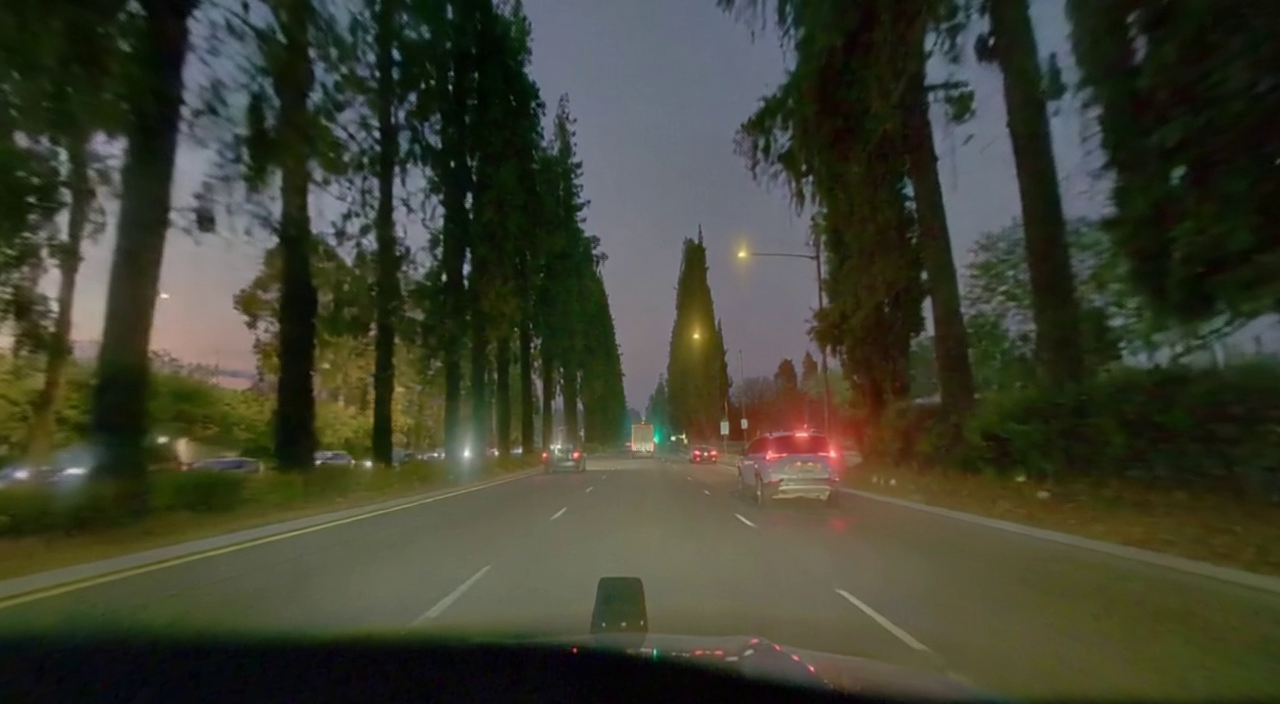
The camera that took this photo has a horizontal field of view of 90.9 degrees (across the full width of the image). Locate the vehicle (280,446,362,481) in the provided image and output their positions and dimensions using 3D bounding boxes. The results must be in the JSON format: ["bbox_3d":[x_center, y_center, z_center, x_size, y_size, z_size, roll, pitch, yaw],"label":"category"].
[{"bbox_3d":[-17.535,6.124,34.935,2.059,1.780,4.641,0,-8,1],"label":"vehicle"}]

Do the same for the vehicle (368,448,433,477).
[{"bbox_3d":[-13.592,6.253,36.027,1.887,1.513,4.442,0,-8,1],"label":"vehicle"}]

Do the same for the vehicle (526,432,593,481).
[{"bbox_3d":[-3.397,4.525,27.619,2.255,1.940,4.822,0,-8,0],"label":"vehicle"}]

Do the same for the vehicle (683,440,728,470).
[{"bbox_3d":[4.028,6.374,39.296,2.280,1.757,4.572,0,-8,0],"label":"vehicle"}]

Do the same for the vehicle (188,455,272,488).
[{"bbox_3d":[-24.257,7.062,37.531,2.173,1.674,4.690,1,-8,-6],"label":"vehicle"}]

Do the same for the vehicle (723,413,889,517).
[{"bbox_3d":[3.608,2.636,15.278,2.381,2.008,5.971,0,-8,0],"label":"vehicle"}]

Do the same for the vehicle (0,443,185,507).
[{"bbox_3d":[-17.592,3.851,20.310,2.124,1.803,4.878,0,-8,1],"label":"vehicle"}]
